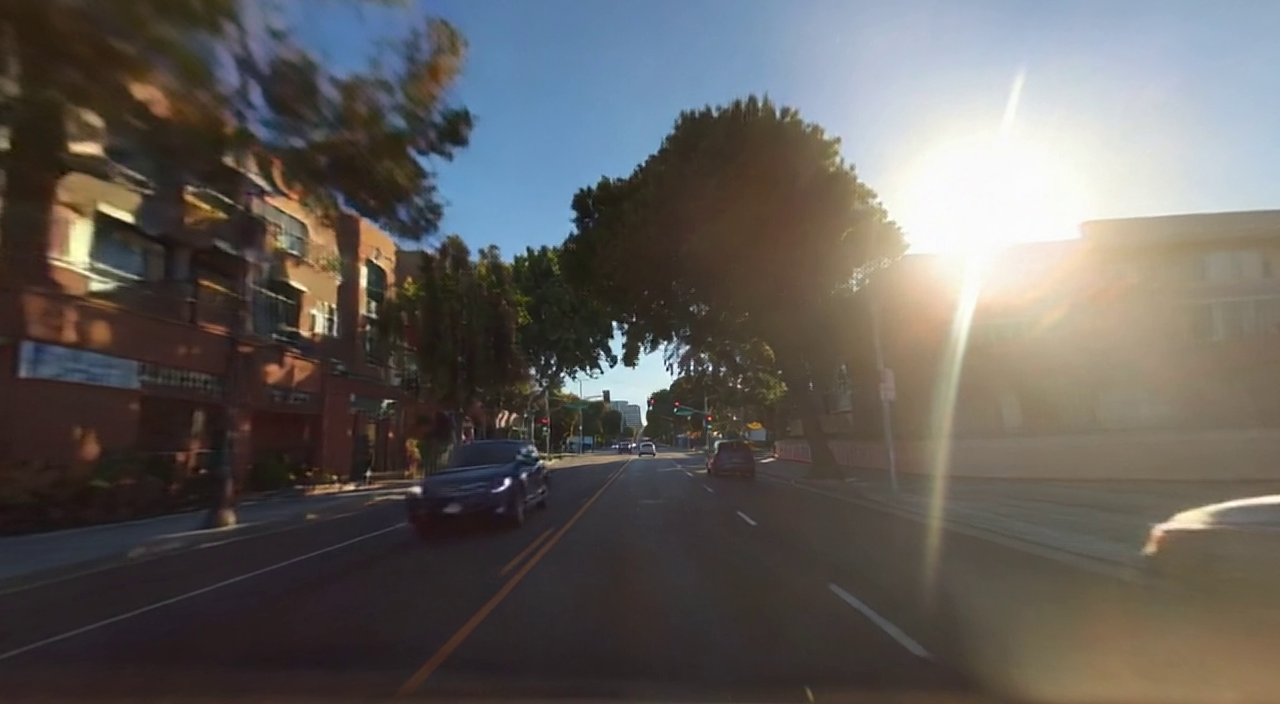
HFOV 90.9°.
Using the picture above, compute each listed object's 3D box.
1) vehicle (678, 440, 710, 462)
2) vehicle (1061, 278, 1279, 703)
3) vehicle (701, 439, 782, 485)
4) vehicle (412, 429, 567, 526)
[{"bbox_3d":[4.116,7.631,48.546,2.035,1.564,4.719,-1,-9,0],"label":"vehicle"},{"bbox_3d":[3.234,0.446,0.483,2.251,1.861,5.144,-1,-9,0],"label":"vehicle"},{"bbox_3d":[3.547,3.946,22.992,2.072,1.471,4.834,0,-9,-1],"label":"vehicle"},{"bbox_3d":[-2.927,2.549,13.409,2.109,1.681,4.417,-1,-9,2],"label":"vehicle"}]
